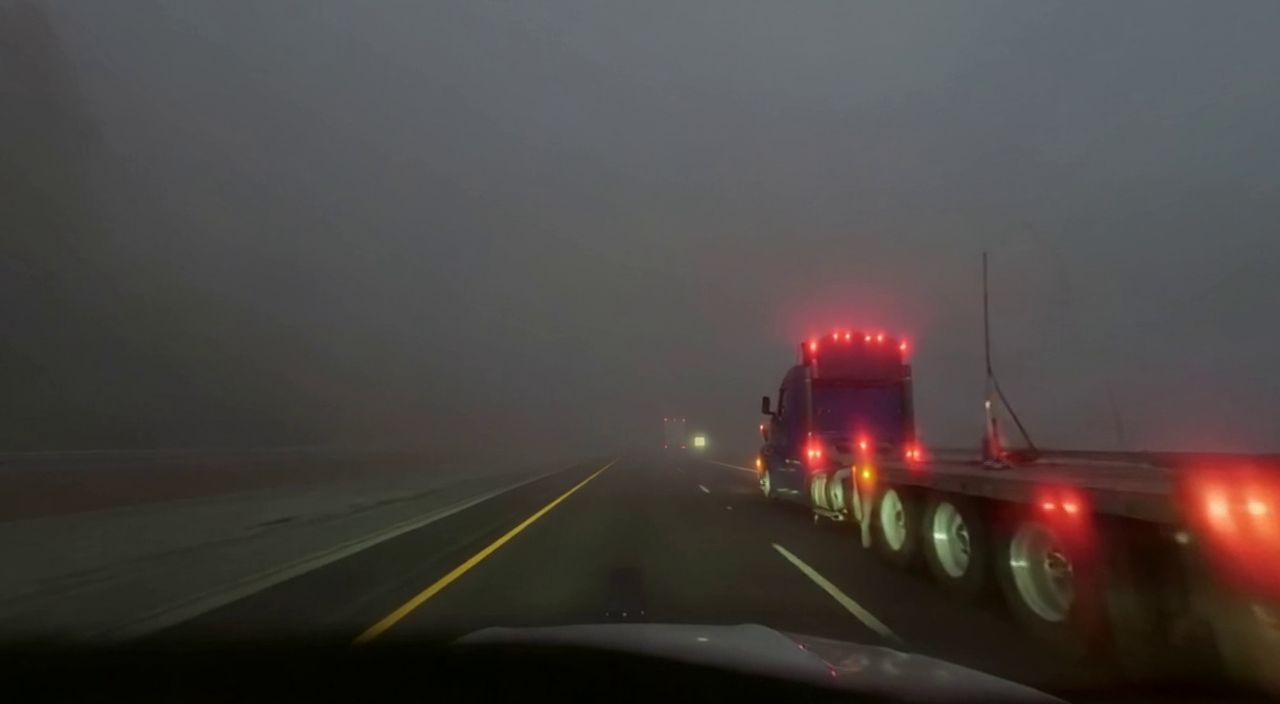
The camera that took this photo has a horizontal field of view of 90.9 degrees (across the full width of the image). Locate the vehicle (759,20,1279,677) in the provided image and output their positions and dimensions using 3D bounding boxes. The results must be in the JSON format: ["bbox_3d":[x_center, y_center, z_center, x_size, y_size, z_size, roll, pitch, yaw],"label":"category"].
[{"bbox_3d":[4.093,0.546,8.631,3.080,4.016,9.760,0,-8,1],"label":"vehicle"}]
